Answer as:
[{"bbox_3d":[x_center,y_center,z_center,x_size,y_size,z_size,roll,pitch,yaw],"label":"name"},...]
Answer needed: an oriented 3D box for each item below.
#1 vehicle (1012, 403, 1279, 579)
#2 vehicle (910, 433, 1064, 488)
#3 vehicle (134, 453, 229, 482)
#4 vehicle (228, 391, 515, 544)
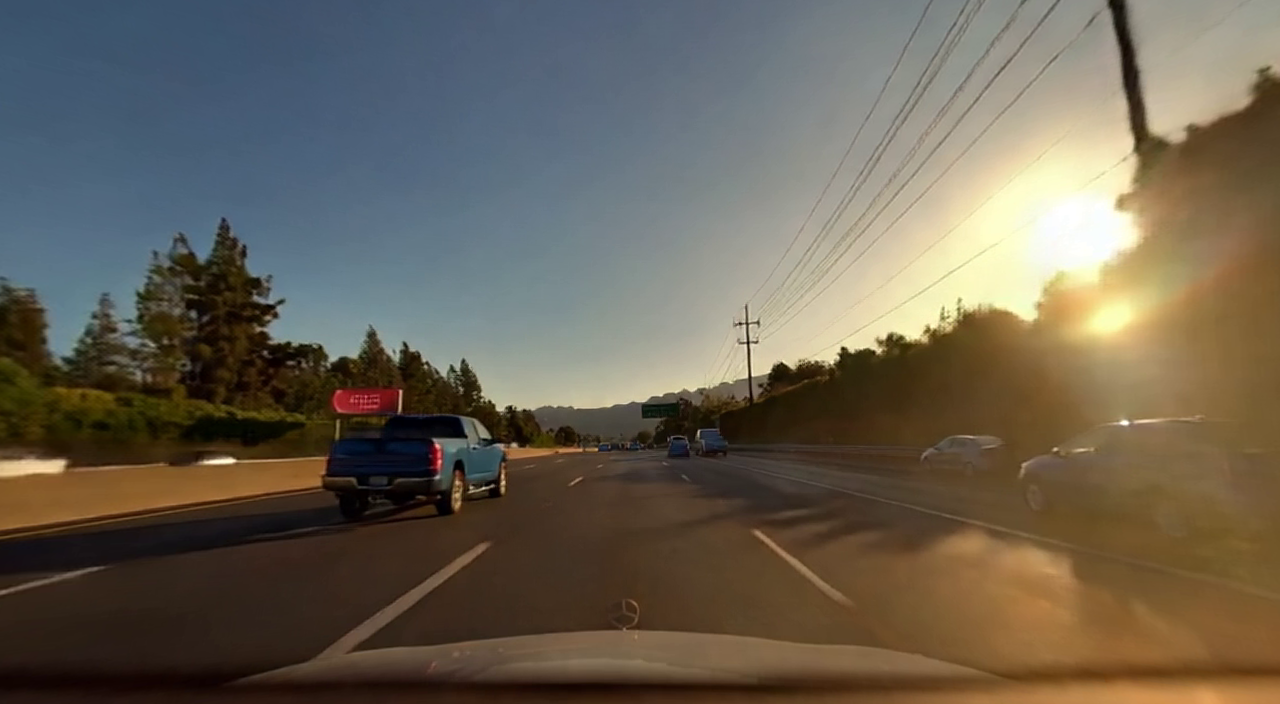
[{"bbox_3d":[6.982,1.582,7.800,1.976,1.646,4.370,0,-8,-1],"label":"vehicle"},{"bbox_3d":[10.566,3.330,19.670,2.076,1.470,4.644,0,-8,-1],"label":"vehicle"},{"bbox_3d":[-25.823,6.489,35.674,1.926,1.484,4.595,0,-8,0],"label":"vehicle"},{"bbox_3d":[-4.208,1.998,11.566,2.508,2.023,6.176,0,-8,0],"label":"vehicle"}]
